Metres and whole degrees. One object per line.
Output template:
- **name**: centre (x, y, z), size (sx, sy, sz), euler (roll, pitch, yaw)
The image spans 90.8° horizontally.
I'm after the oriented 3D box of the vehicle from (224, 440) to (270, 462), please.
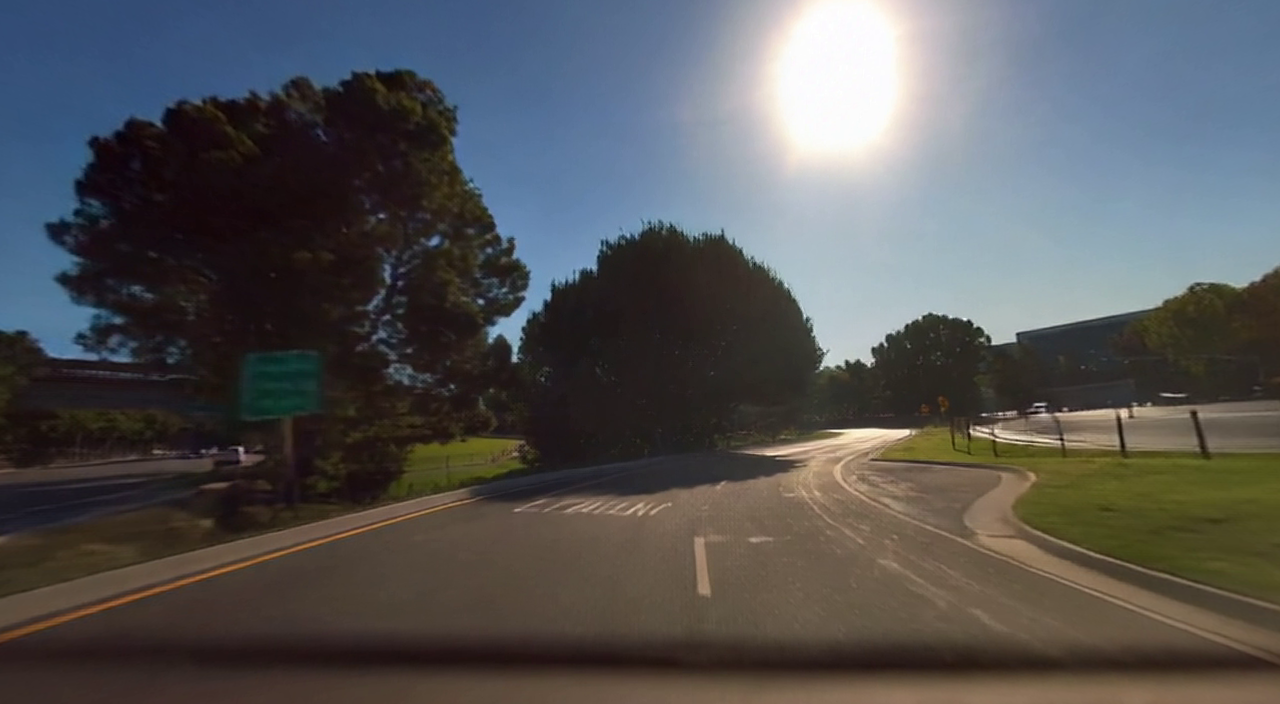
- **vehicle**: centre (-28.428, 7.175, 45.819), size (2.108, 1.472, 4.099), euler (3, -9, -22)
